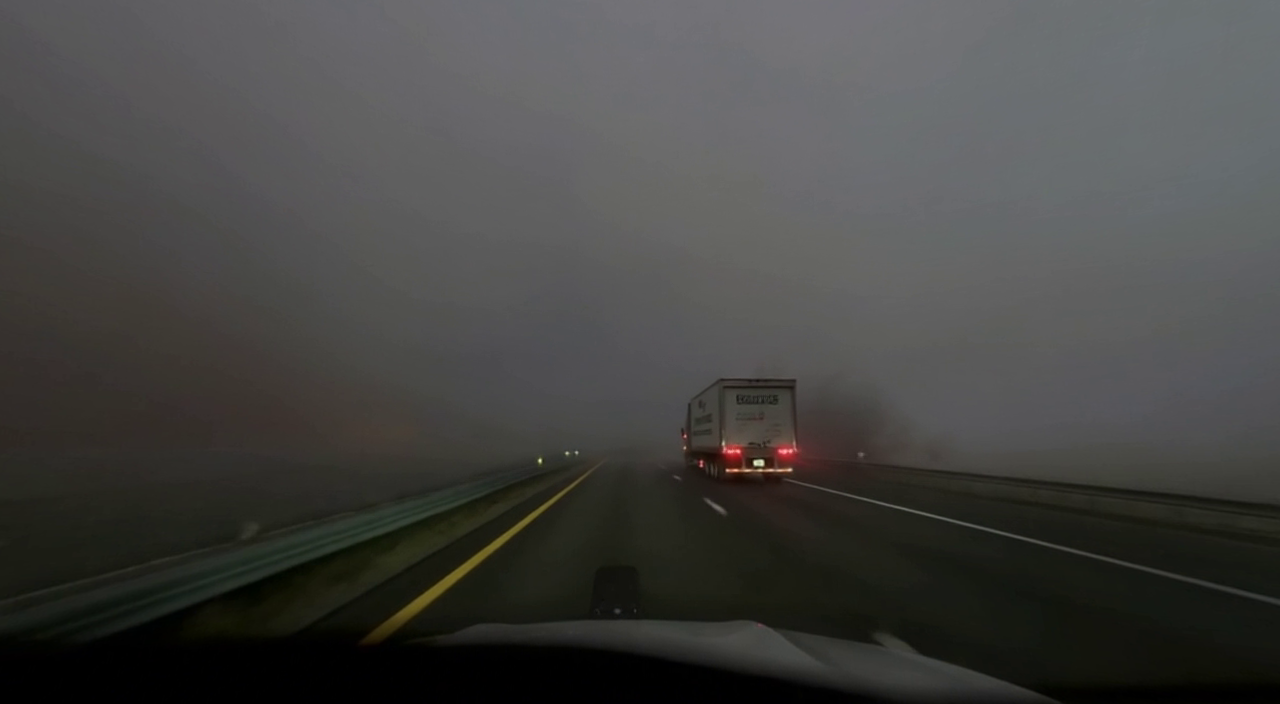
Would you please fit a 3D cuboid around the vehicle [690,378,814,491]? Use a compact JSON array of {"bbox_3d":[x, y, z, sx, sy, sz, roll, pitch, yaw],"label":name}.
[{"bbox_3d":[3.490,2.853,21.693,2.702,3.193,7.196,0,-8,-2],"label":"vehicle"}]
